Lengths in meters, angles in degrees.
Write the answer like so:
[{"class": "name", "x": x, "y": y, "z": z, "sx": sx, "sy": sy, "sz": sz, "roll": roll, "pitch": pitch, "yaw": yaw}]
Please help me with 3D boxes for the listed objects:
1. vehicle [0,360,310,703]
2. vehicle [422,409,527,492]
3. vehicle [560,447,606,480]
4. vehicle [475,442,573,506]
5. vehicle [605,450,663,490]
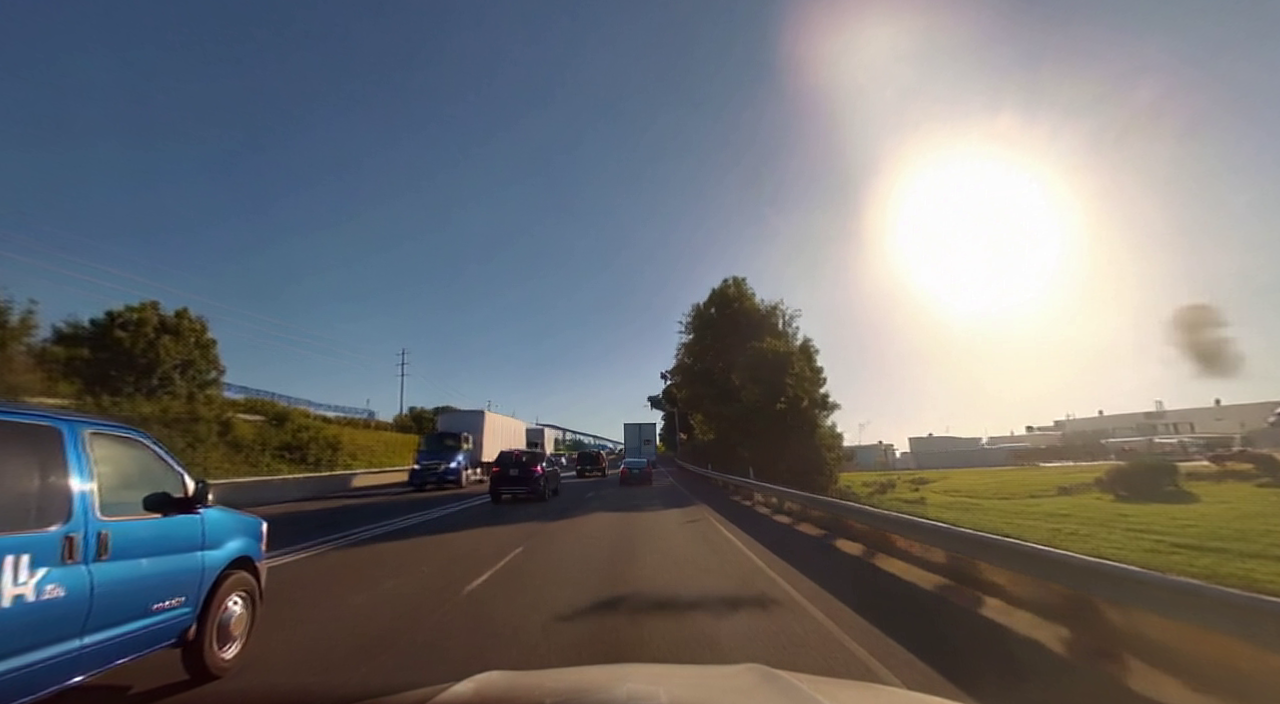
[{"class": "vehicle", "x": -3.186, "y": 0.816, "z": 1.650, "sx": 2.117, "sy": 1.688, "sz": 4.582, "roll": 0, "pitch": -9, "yaw": 0}, {"class": "vehicle", "x": -6.796, "y": 4.162, "z": 26.941, "sx": 2.633, "sy": 3.064, "sz": 6.542, "roll": -1, "pitch": -9, "yaw": 1}, {"class": "vehicle", "x": -2.997, "y": 5.960, "z": 33.997, "sx": 1.994, "sy": 1.663, "sz": 4.047, "roll": 0, "pitch": -9, "yaw": 1}, {"class": "vehicle", "x": -3.171, "y": 3.427, "z": 18.177, "sx": 1.937, "sy": 1.600, "sz": 4.141, "roll": 0, "pitch": -9, "yaw": 1}, {"class": "vehicle", "x": -0.211, "y": 4.514, "z": 24.472, "sx": 2.095, "sy": 1.393, "sz": 3.908, "roll": 0, "pitch": -9, "yaw": 0}]
